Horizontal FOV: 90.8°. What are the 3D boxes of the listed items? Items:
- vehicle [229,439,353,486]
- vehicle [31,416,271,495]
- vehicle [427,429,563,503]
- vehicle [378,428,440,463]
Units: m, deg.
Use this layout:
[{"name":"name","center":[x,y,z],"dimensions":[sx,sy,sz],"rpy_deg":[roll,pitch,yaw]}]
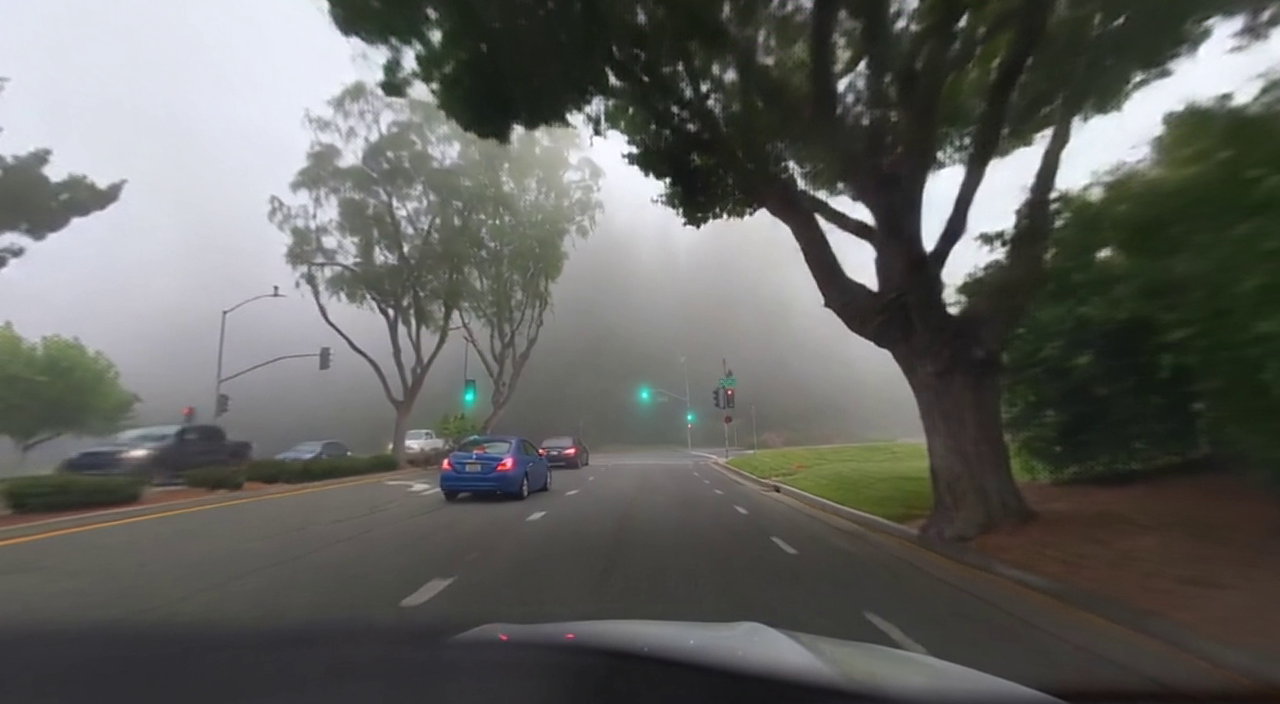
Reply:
[{"name":"vehicle","center":[-12.499,3.973,23.028],"dimensions":[1.966,1.496,4.470],"rpy_deg":[0,-9,0]},{"name":"vehicle","center":[-16.380,3.551,22.026],"dimensions":[2.734,2.261,6.993],"rpy_deg":[0,-9,0]},{"name":"vehicle","center":[-3.259,2.689,15.310],"dimensions":[2.038,1.486,4.678],"rpy_deg":[0,-9,2]},{"name":"vehicle","center":[-16.737,6.830,46.112],"dimensions":[2.496,2.351,5.293],"rpy_deg":[0,-9,0]}]
